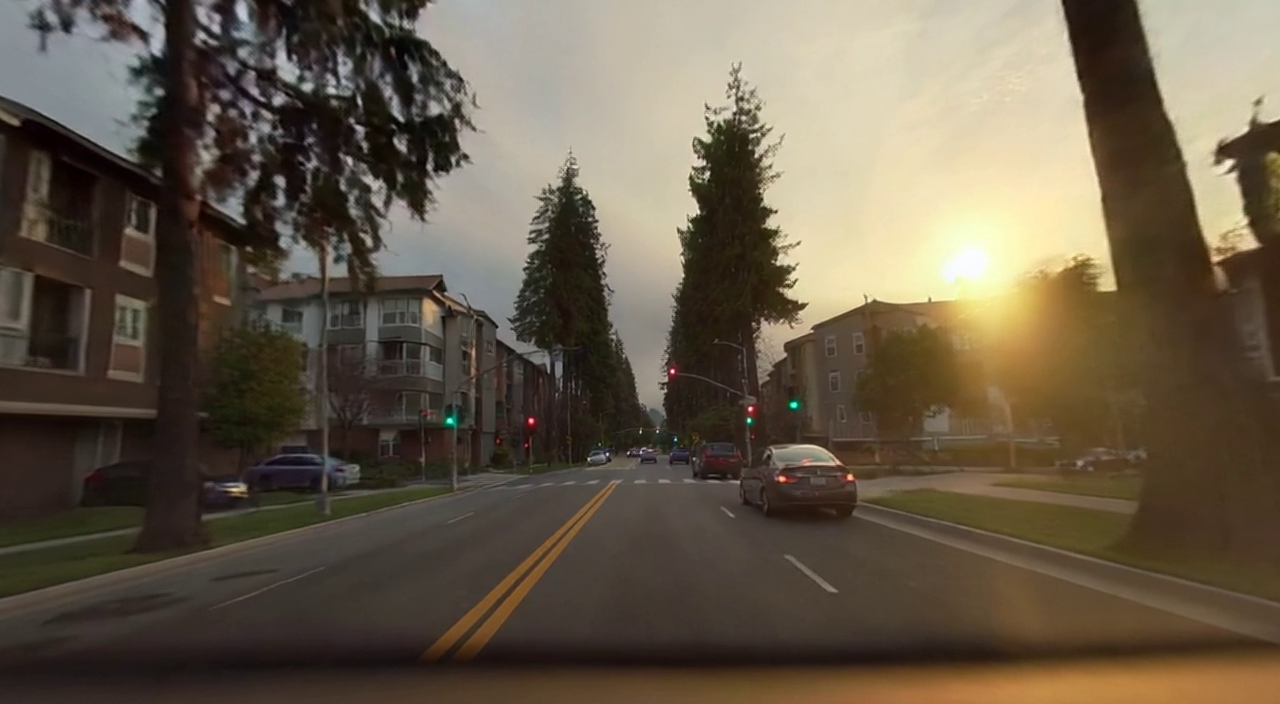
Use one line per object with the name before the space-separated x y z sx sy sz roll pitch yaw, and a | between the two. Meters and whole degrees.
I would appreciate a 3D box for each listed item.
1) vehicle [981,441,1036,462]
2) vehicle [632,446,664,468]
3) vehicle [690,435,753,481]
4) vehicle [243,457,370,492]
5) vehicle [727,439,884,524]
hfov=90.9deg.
vehicle | 28.741 7.746 49.260 1.698 1.477 3.735 -2 -9 -7
vehicle | 0.523 7.369 44.340 2.097 1.463 4.043 0 -8 0
vehicle | 3.546 4.708 28.344 2.199 1.872 4.513 0 -8 0
vehicle | -15.265 5.621 29.013 4.727 1.483 2.002 -1 -8 3
vehicle | 3.275 2.669 13.630 2.078 1.488 4.741 0 -8 -1
